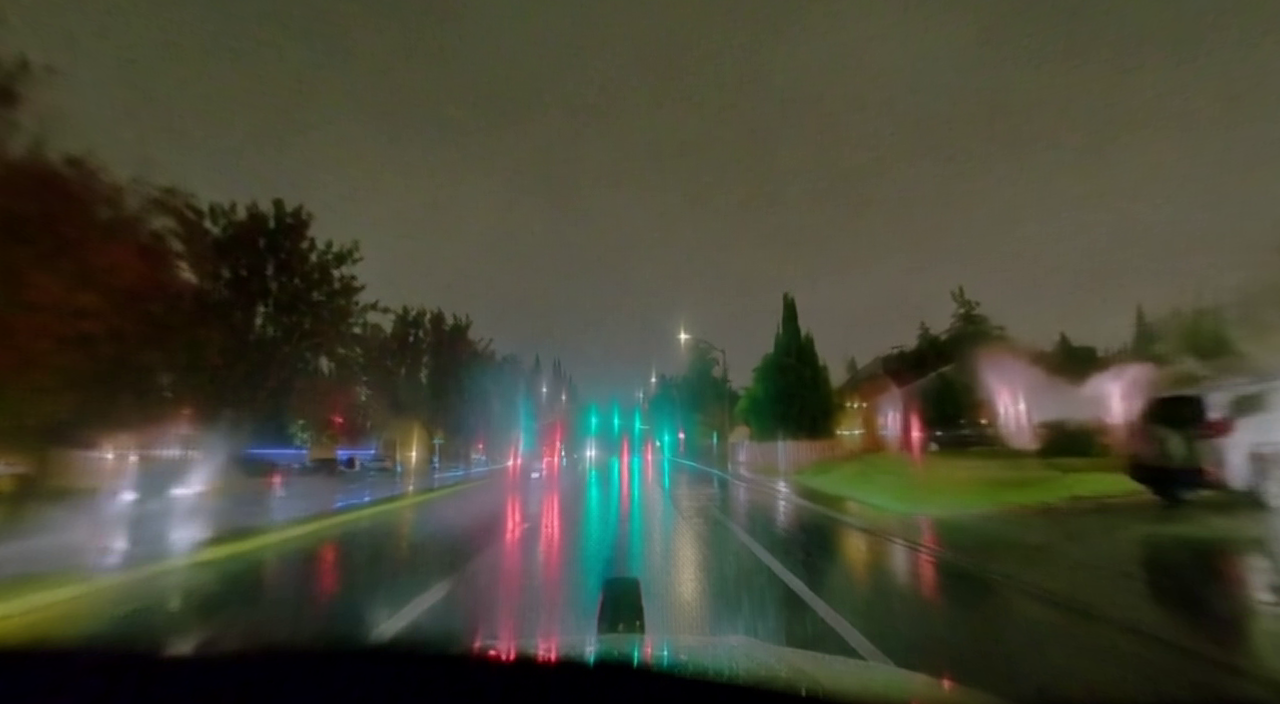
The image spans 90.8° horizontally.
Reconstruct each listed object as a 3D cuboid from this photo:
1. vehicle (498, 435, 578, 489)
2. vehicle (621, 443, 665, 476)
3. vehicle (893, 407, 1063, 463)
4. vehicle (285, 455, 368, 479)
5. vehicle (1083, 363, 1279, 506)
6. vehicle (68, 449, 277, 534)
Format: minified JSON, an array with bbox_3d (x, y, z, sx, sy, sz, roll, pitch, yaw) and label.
[{"bbox_3d":[-3.583,3.946,23.055,2.157,1.771,4.452,0,-8,0],"label":"vehicle"},{"bbox_3d":[0.166,5.329,31.646,2.062,1.518,3.901,0,-8,0],"label":"vehicle"},{"bbox_3d":[15.469,3.836,29.199,6.374,2.098,2.415,-3,-8,-1],"label":"vehicle"},{"bbox_3d":[-21.985,8.081,44.428,4.792,1.551,1.931,0,-8,-1],"label":"vehicle"},{"bbox_3d":[11.318,1.306,10.734,5.552,2.070,2.533,-2,-8,-1],"label":"vehicle"},{"bbox_3d":[-12.091,3.558,16.867,2.070,1.752,4.629,-4,-8,0],"label":"vehicle"}]
